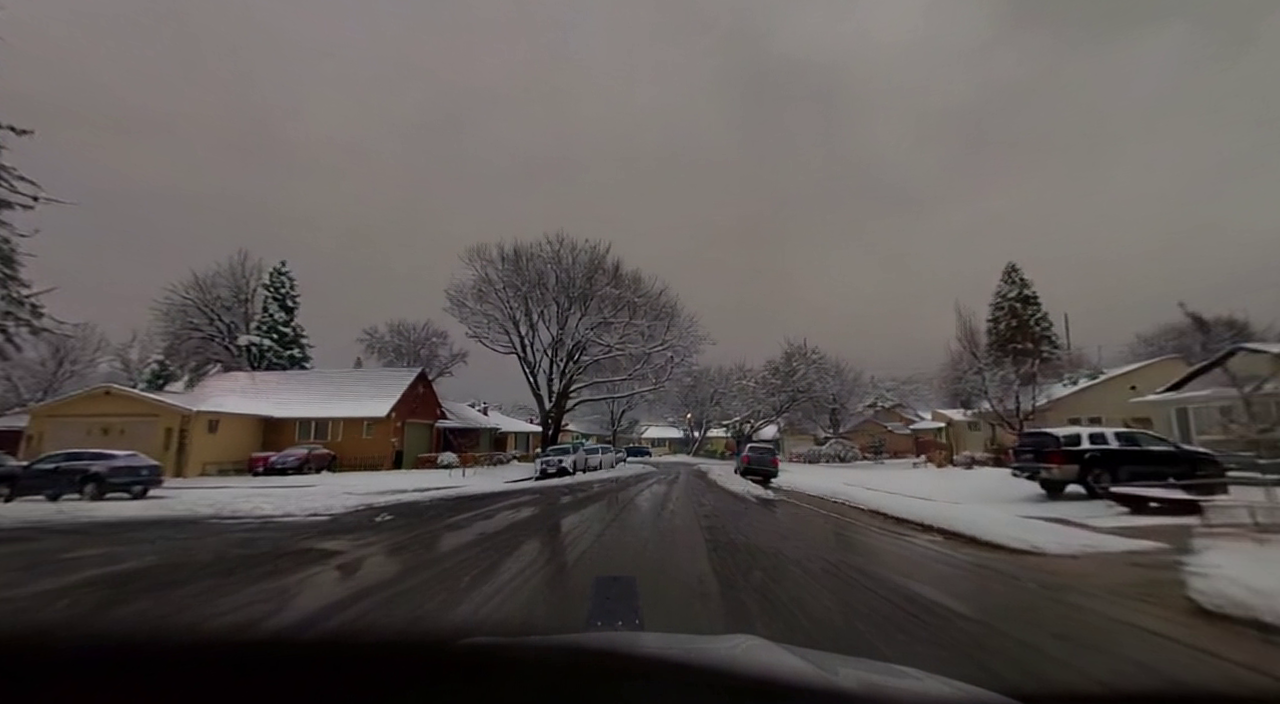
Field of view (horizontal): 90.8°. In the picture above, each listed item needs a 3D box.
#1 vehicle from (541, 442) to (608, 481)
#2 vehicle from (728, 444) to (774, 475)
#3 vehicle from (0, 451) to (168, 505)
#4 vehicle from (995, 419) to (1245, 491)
[{"bbox_3d":[-3.272,5.577,32.580,2.041,1.762,4.508,-4,-8,13],"label":"vehicle"},{"bbox_3d":[6.531,6.195,36.706,2.075,1.657,4.648,-3,-9,17],"label":"vehicle"},{"bbox_3d":[-16.107,3.580,18.151,3.734,1.441,1.756,-1,-9,4],"label":"vehicle"},{"bbox_3d":[11.991,2.590,16.034,4.781,1.700,1.914,0,-9,-2],"label":"vehicle"}]
